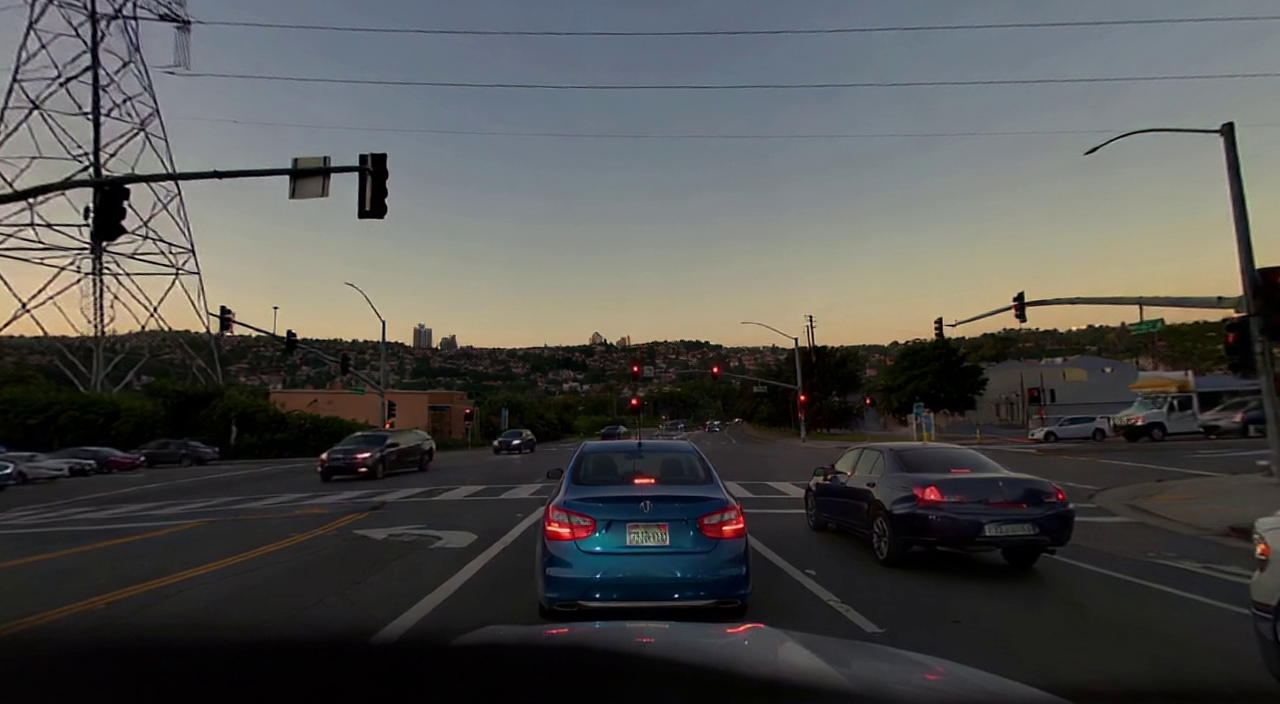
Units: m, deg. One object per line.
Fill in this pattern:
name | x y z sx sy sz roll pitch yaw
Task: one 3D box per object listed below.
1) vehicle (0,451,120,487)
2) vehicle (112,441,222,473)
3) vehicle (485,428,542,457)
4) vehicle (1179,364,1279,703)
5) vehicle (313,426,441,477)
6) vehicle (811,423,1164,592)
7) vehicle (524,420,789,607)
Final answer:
vehicle | -25.910 5.117 27.766 4.263 1.464 1.895 0 -8 -1
vehicle | -26.010 5.771 34.808 4.417 1.637 1.956 0 -8 -2
vehicle | -8.463 6.123 42.715 2.161 1.818 5.672 -1 -8 6
vehicle | 3.414 0.590 0.631 1.926 1.614 4.330 0 -8 1
vehicle | -9.887 3.826 24.368 2.269 1.716 5.700 -1 -8 3
vehicle | 3.659 1.685 7.726 1.835 1.473 4.190 0 -8 -2
vehicle | 0.118 1.598 7.133 2.117 1.474 4.036 0 -8 0
